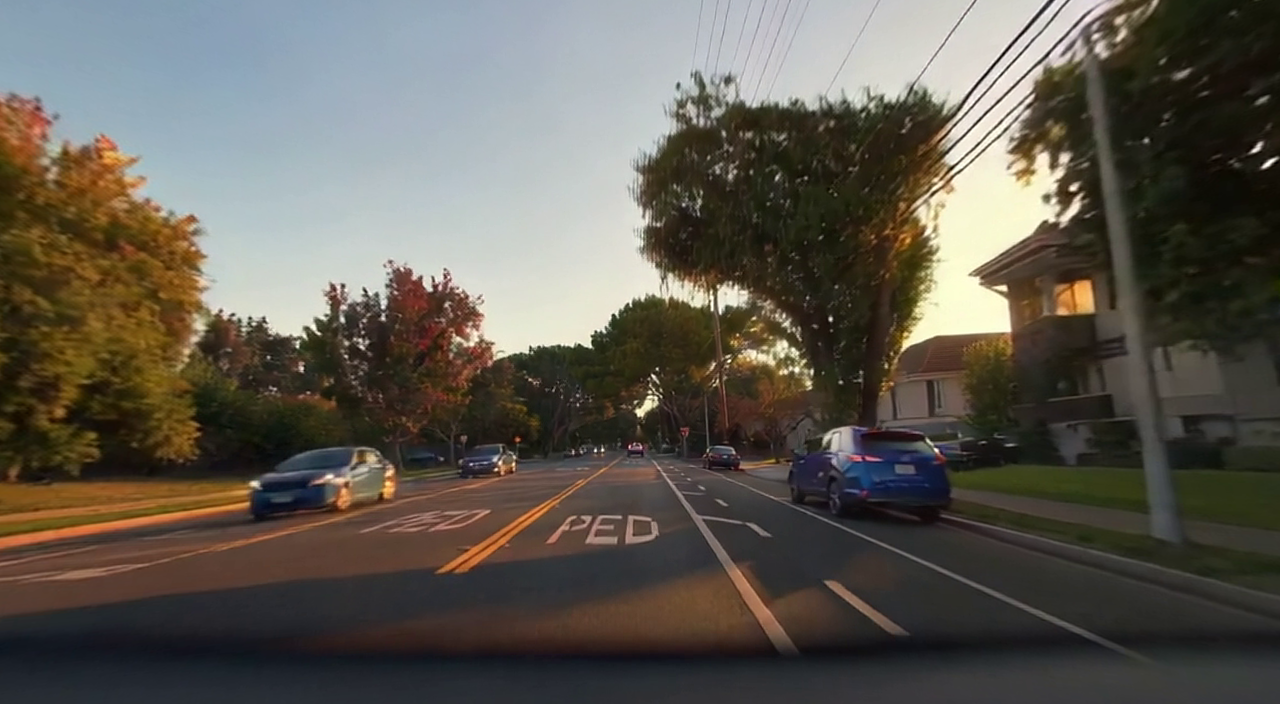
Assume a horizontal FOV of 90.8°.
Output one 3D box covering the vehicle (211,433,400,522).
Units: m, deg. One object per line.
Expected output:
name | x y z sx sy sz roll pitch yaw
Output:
vehicle | -7.382 2.783 14.576 1.979 1.711 4.331 0 -8 0

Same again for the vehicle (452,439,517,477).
vehicle | -7.428 5.106 30.635 1.989 1.706 4.495 0 -8 1

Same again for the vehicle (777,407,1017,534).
vehicle | 4.710 2.331 13.135 2.335 1.972 6.368 0 -8 0

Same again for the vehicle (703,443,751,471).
vehicle | 4.759 5.805 35.187 1.987 1.479 4.562 0 -8 0
